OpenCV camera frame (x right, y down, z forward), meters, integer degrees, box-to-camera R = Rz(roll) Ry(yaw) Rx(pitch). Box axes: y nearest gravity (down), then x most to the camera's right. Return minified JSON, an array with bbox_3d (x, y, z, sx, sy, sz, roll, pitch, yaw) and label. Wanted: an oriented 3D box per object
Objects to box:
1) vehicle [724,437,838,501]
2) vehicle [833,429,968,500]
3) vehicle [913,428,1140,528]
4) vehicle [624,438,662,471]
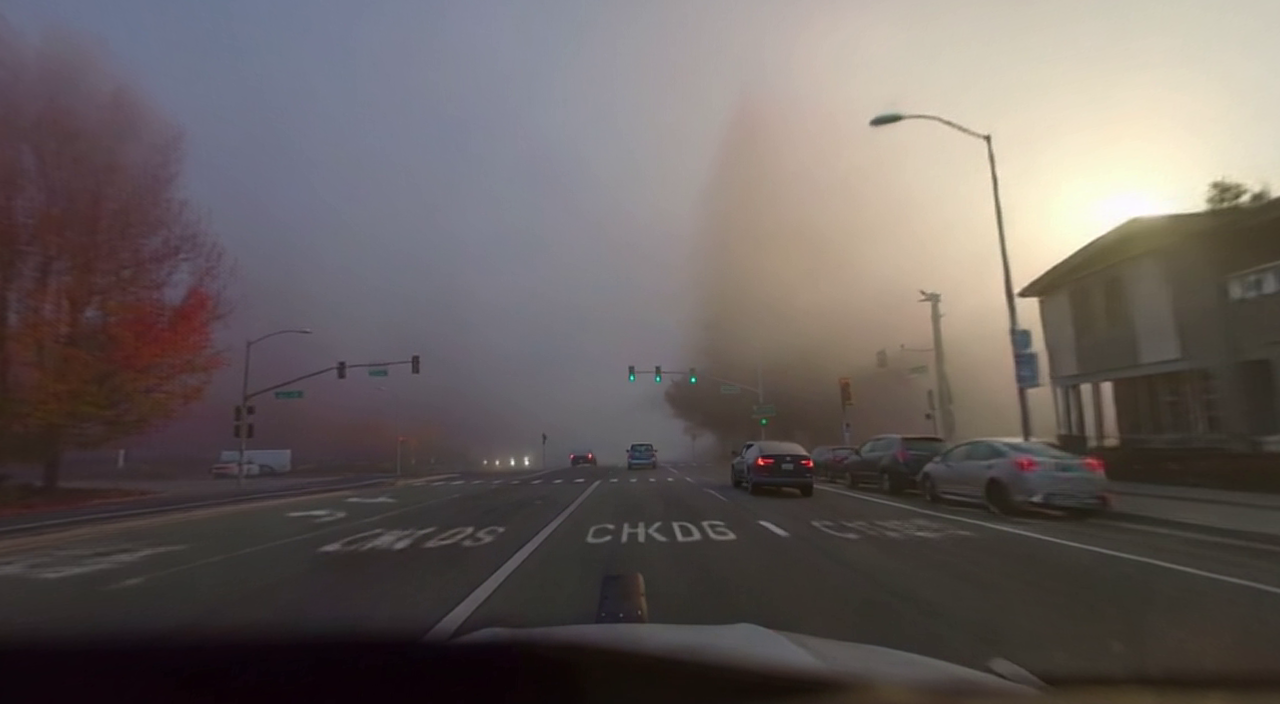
[{"bbox_3d":[3.735,3.191,17.562,2.178,1.546,4.311,0,-9,0],"label":"vehicle"},{"bbox_3d":[7.171,3.138,17.897,1.934,1.723,4.414,0,-9,0],"label":"vehicle"},{"bbox_3d":[7.211,2.382,12.405,1.876,1.598,4.171,0,-9,1],"label":"vehicle"},{"bbox_3d":[0.160,6.363,39.234,2.239,1.856,4.815,0,-9,-1],"label":"vehicle"}]
